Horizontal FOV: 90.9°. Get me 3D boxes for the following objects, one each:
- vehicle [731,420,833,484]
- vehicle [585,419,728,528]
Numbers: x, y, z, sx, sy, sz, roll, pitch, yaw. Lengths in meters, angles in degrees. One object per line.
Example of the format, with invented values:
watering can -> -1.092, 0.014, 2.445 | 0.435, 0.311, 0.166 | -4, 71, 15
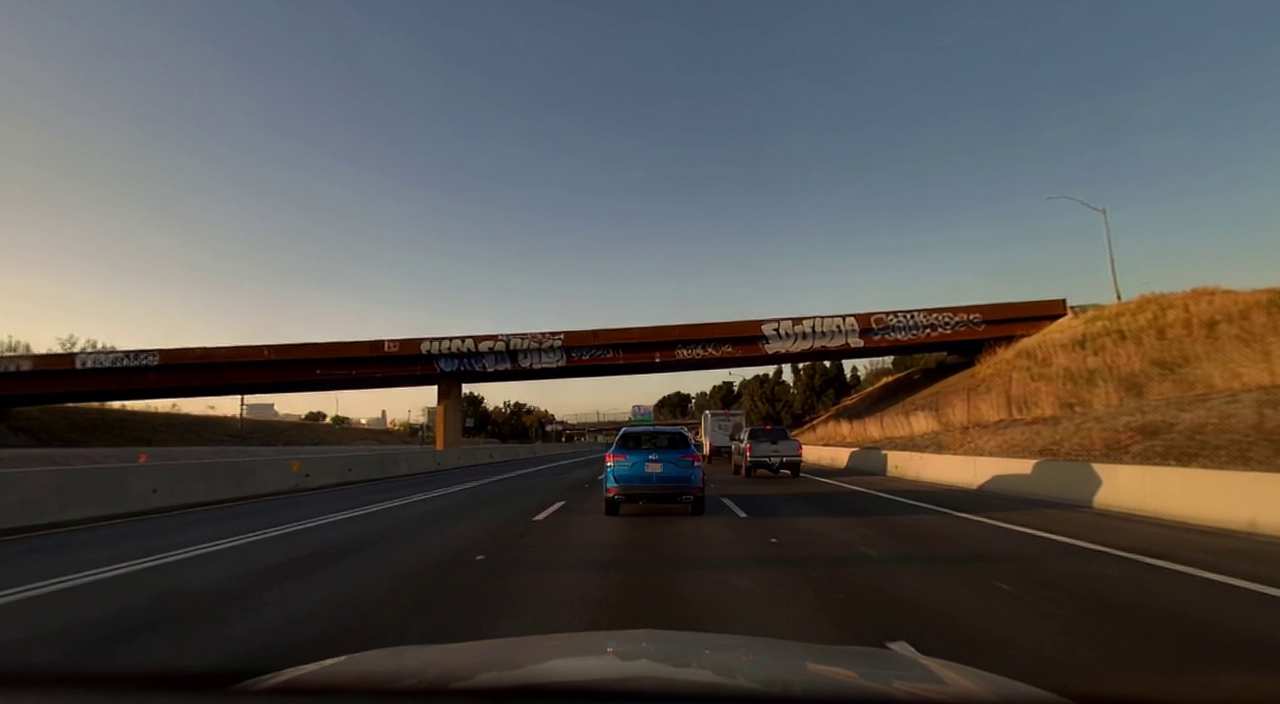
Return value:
vehicle -> 4.767, 3.485, 22.283 | 2.311, 1.922, 5.977 | 0, -8, 1
vehicle -> 0.284, 2.160, 11.750 | 2.193, 1.651, 3.946 | 0, -8, 1
